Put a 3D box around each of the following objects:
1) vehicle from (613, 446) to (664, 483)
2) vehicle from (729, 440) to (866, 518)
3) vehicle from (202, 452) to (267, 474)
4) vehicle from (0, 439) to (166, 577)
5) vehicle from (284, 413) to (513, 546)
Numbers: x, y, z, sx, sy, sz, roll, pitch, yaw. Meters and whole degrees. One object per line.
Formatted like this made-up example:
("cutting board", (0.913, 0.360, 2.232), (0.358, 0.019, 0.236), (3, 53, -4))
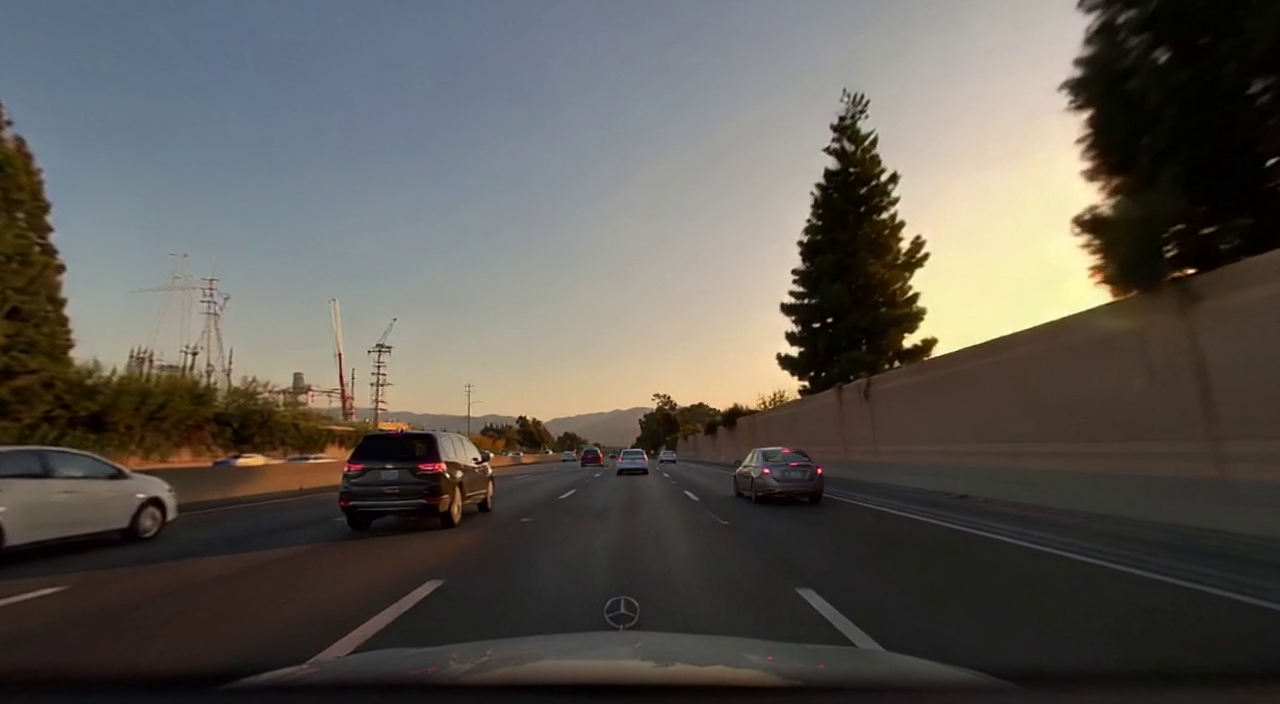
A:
("vehicle", (-0.101, 4.831, 27.431), (2.045, 1.452, 4.040), (0, -9, -1))
("vehicle", (3.442, 2.845, 14.773), (1.917, 1.507, 4.540), (0, -9, -2))
("vehicle", (-31.479, 8.606, 49.220), (1.940, 1.670, 4.764), (0, -9, 0))
("vehicle", (-7.847, 1.702, 6.937), (1.908, 1.476, 4.342), (0, -9, 0))
("vehicle", (-3.681, 2.041, 10.715), (2.121, 1.775, 4.335), (0, -9, 0))
